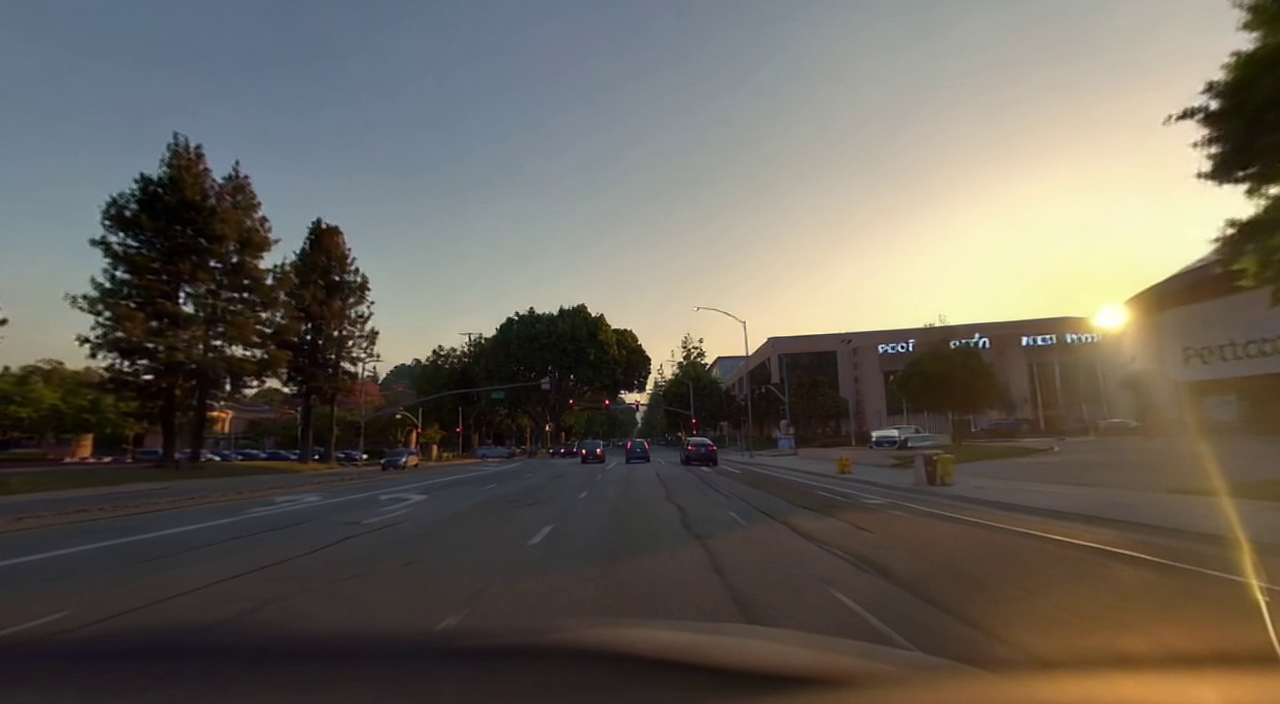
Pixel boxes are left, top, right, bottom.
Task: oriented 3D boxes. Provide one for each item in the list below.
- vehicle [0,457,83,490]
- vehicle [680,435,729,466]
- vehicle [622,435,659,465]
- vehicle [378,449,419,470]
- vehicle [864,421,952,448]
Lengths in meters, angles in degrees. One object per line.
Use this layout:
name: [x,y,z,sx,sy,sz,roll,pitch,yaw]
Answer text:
vehicle: [-34.343,6.769,35.209,4.528,1.675,2.083,5,-10,-31]
vehicle: [3.645,5.689,36.688,2.198,1.660,4.512,0,-8,-2]
vehicle: [-0.038,5.998,38.810,2.146,1.685,4.003,0,-8,-2]
vehicle: [-18.726,8.331,49.237,1.832,1.515,4.369,1,-8,-5]
vehicle: [15.745,4.913,37.295,4.344,1.512,1.936,-1,-8,5]
